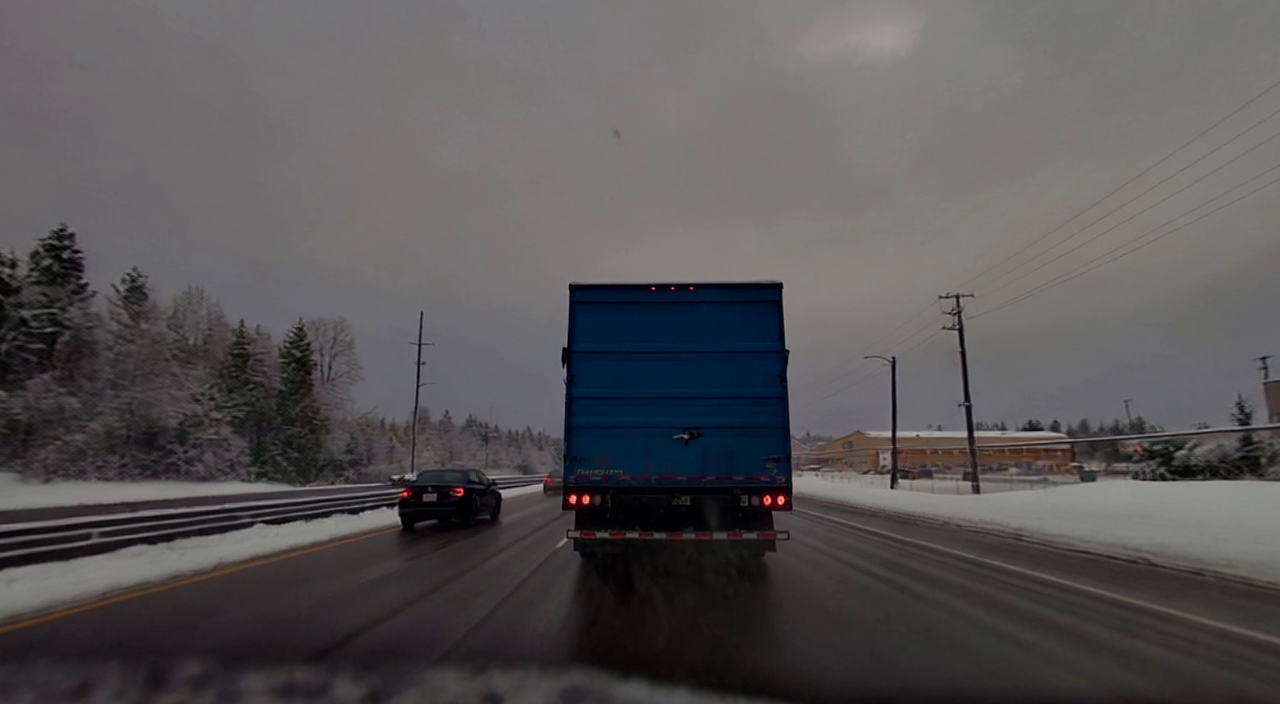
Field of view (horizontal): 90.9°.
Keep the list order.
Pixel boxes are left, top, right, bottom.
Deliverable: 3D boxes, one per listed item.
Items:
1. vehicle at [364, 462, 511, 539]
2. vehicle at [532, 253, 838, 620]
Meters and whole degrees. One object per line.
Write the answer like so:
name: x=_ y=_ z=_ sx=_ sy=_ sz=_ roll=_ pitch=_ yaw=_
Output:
vehicle: x=-4.444 y=3.342 z=14.644 sx=1.891 sy=1.469 sz=4.431 roll=1 pitch=-11 yaw=0
vehicle: x=0.607 y=1.525 z=10.430 sx=2.831 sy=3.529 sz=8.689 roll=0 pitch=-11 yaw=3
